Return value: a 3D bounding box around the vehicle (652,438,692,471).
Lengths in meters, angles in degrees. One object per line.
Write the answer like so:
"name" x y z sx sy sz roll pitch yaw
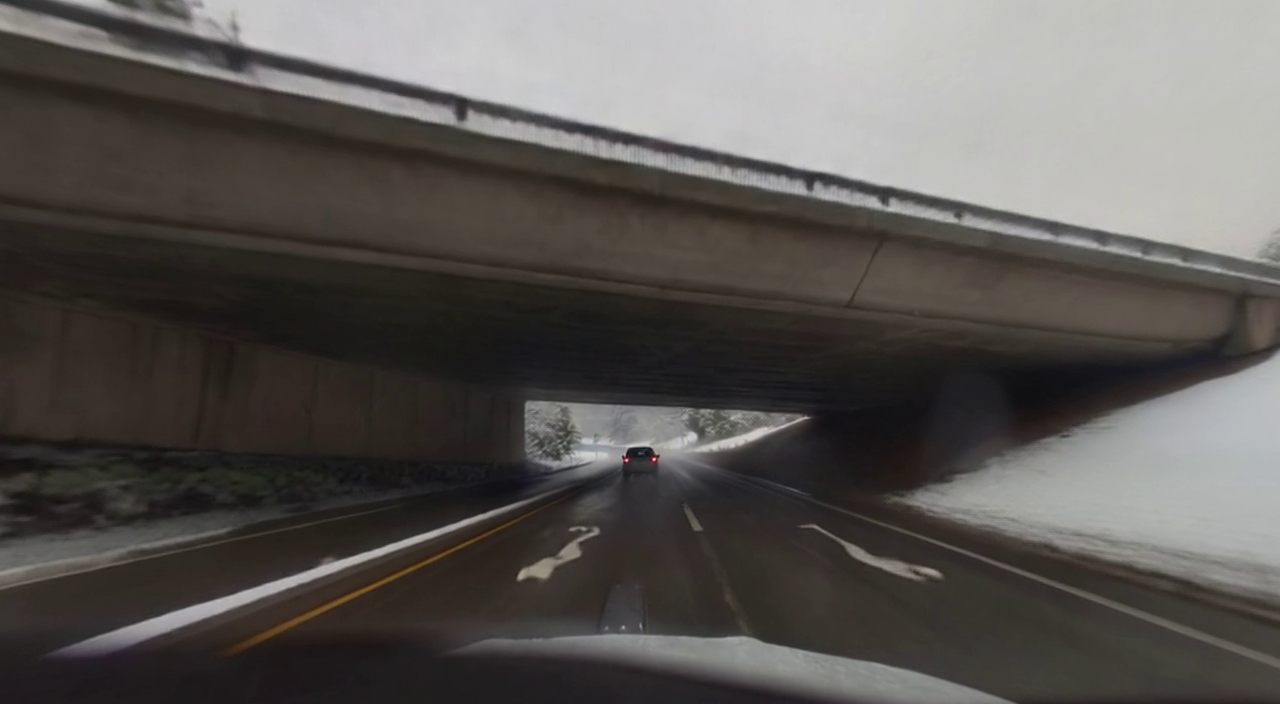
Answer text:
"vehicle" 2.011 6.662 41.186 2.273 2.010 4.396 0 -9 -2

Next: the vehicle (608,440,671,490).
"vehicle" 0.031 3.993 22.483 2.037 1.601 3.643 0 -9 2
